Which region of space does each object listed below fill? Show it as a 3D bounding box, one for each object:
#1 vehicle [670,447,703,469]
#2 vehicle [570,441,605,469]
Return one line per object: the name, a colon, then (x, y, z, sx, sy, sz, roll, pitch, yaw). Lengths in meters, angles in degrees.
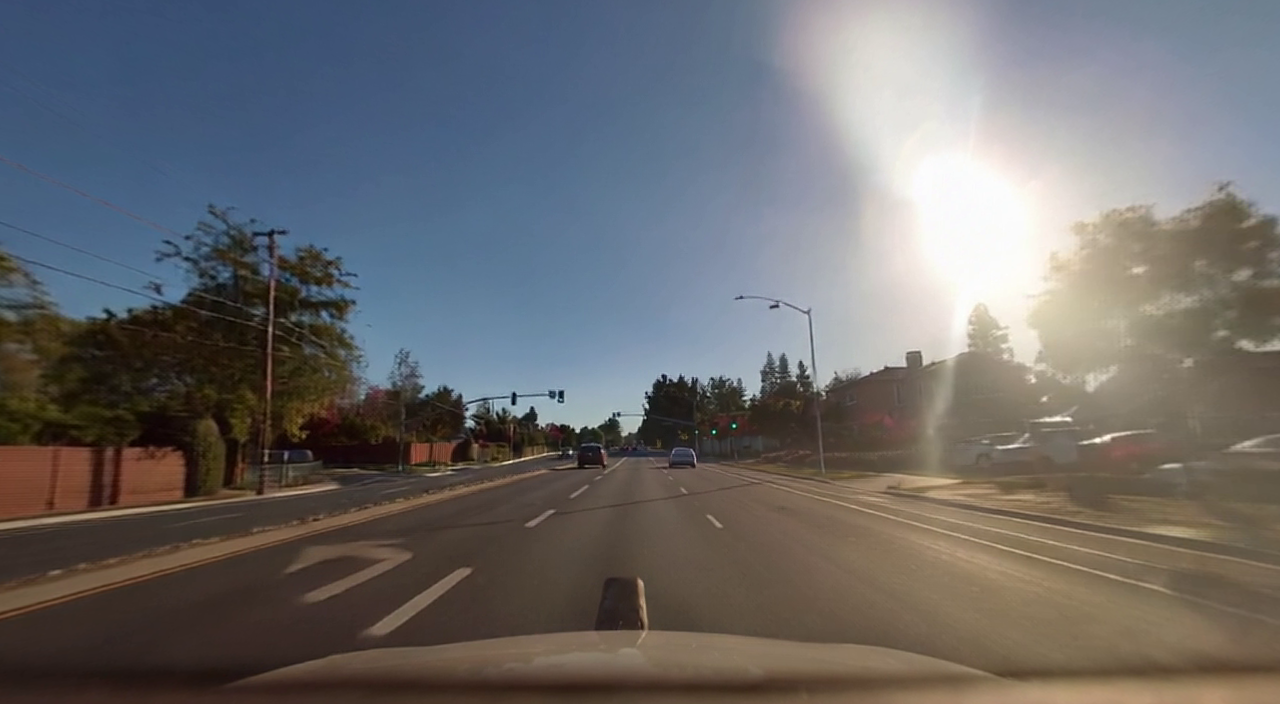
vehicle: (3.288, 7.604, 45.304, 2.105, 1.490, 4.008, 0, -8, 0)
vehicle: (-3.577, 7.087, 43.623, 2.078, 1.832, 4.746, 0, -8, -1)
